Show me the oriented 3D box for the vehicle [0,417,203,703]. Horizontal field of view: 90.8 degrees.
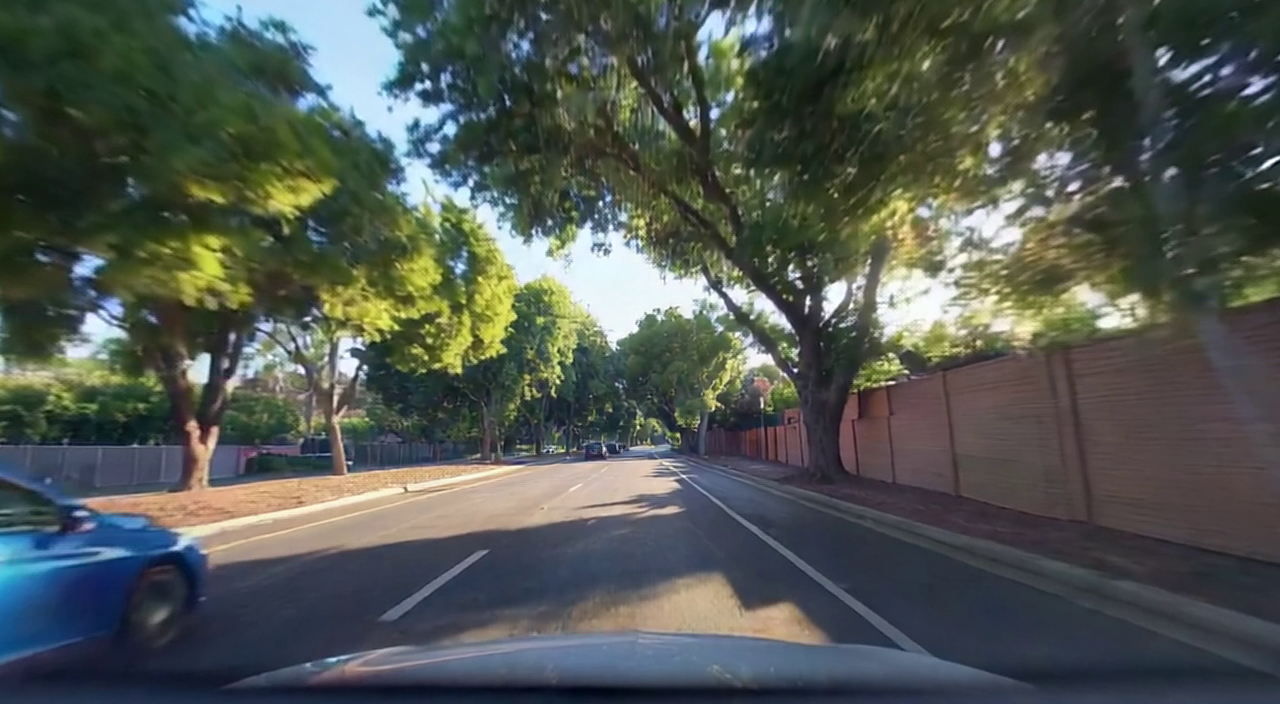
[{"bbox_3d":[-3.875,0.895,2.007,1.870,1.431,4.317,0,-8,0],"label":"vehicle"}]
